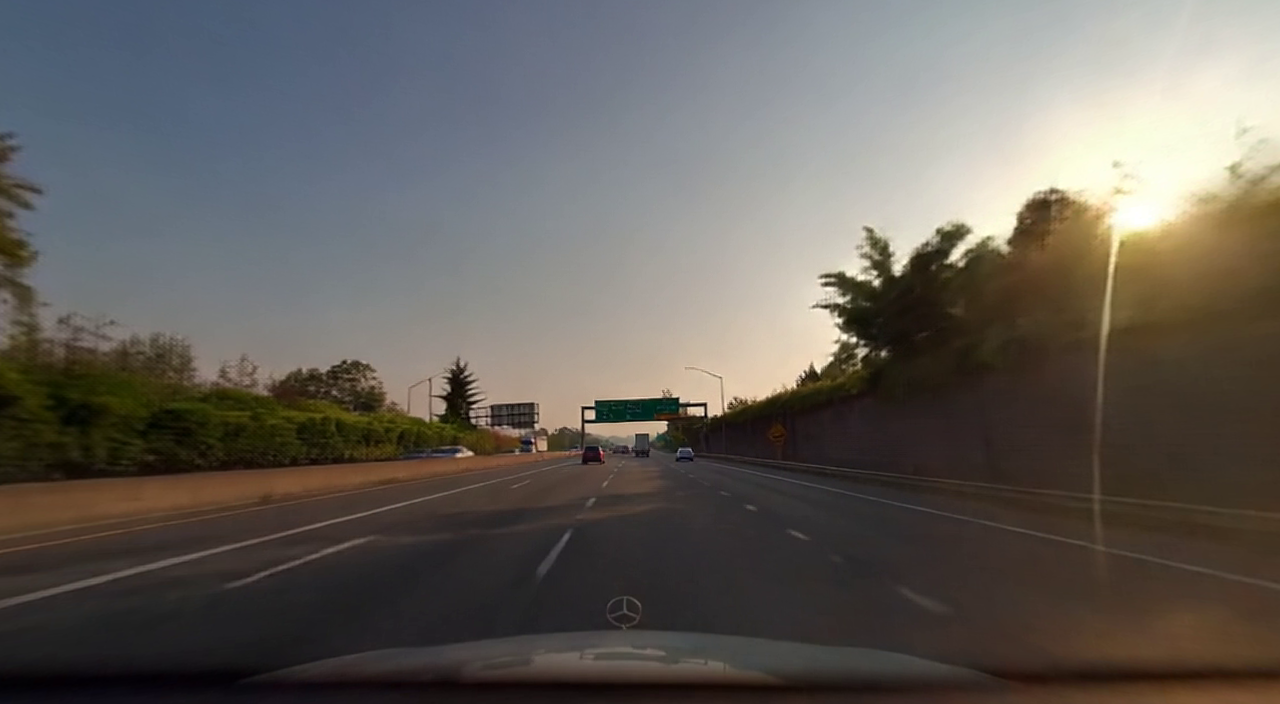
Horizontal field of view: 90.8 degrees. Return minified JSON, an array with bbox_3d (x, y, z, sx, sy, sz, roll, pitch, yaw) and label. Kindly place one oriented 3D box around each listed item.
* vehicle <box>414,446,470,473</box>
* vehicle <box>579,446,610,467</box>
[{"bbox_3d":[-11.942,6.500,38.350,2.010,1.524,4.377,0,-9,0],"label":"vehicle"},{"bbox_3d":[-3.386,7.874,47.800,2.020,1.475,4.434,0,-9,0],"label":"vehicle"}]
